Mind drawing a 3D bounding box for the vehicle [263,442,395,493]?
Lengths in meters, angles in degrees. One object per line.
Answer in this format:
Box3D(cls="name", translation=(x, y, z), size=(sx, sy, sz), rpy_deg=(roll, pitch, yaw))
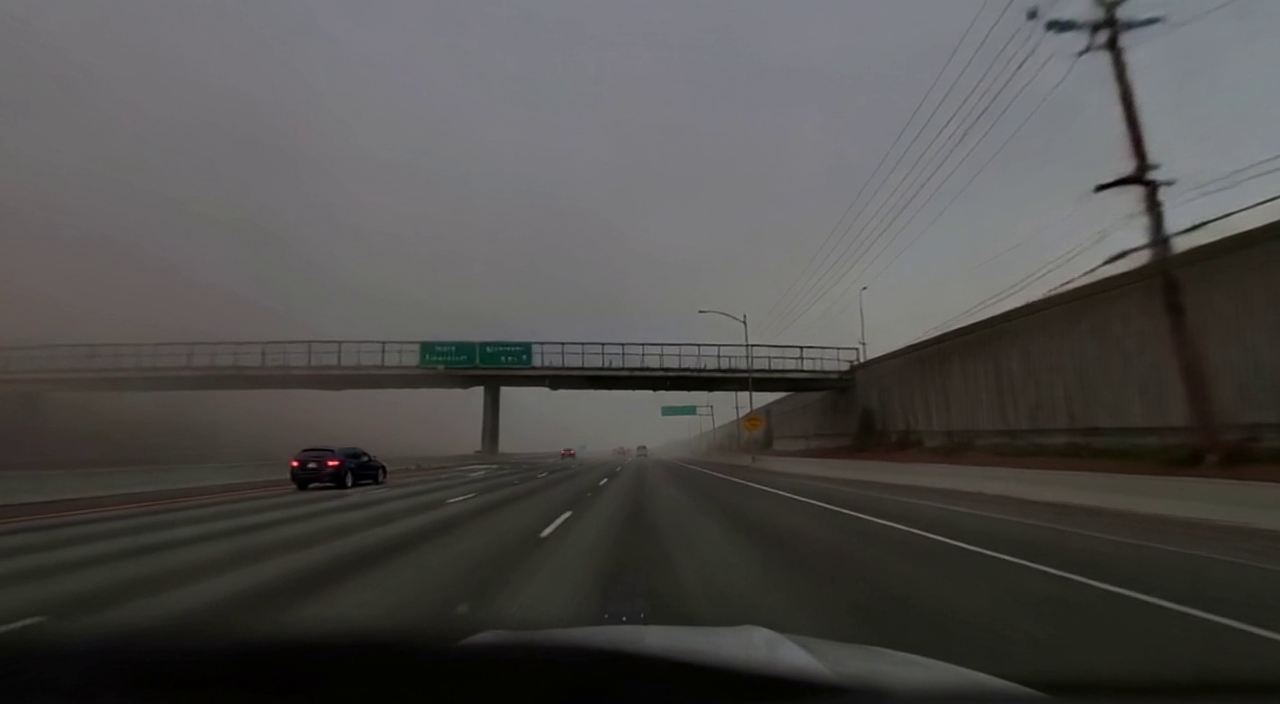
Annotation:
Box3D(cls="vehicle", translation=(-10.172, 3.780, 21.117), size=(2.056, 1.476, 4.562), rpy_deg=(0, -8, 1))
